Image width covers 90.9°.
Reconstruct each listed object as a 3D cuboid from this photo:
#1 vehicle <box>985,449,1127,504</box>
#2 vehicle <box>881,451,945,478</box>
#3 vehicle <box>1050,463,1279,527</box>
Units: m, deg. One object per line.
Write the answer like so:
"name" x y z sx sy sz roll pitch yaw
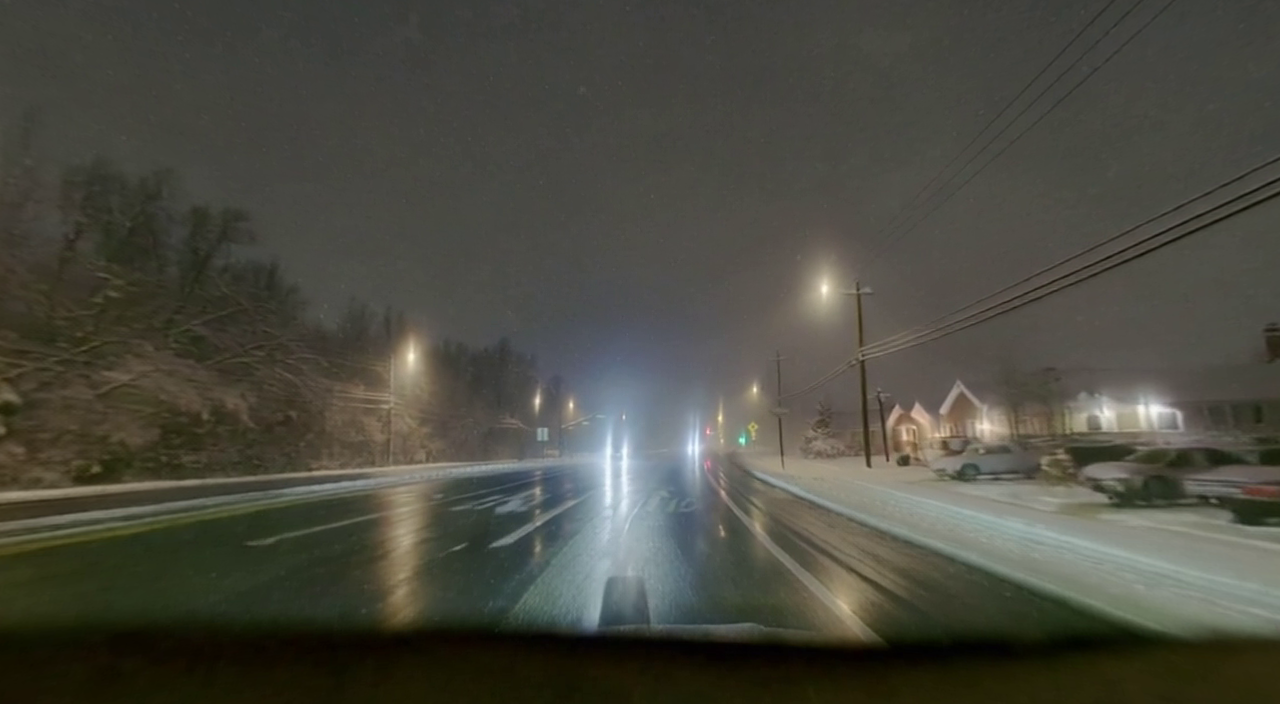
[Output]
"vehicle" 14.721 4.318 22.297 4.405 1.694 2.227 4 -10 -28
"vehicle" 17.440 7.195 40.486 1.832 1.413 4.505 -6 -8 -3
"vehicle" 14.759 3.941 17.952 1.885 1.433 4.719 7 -11 -40
